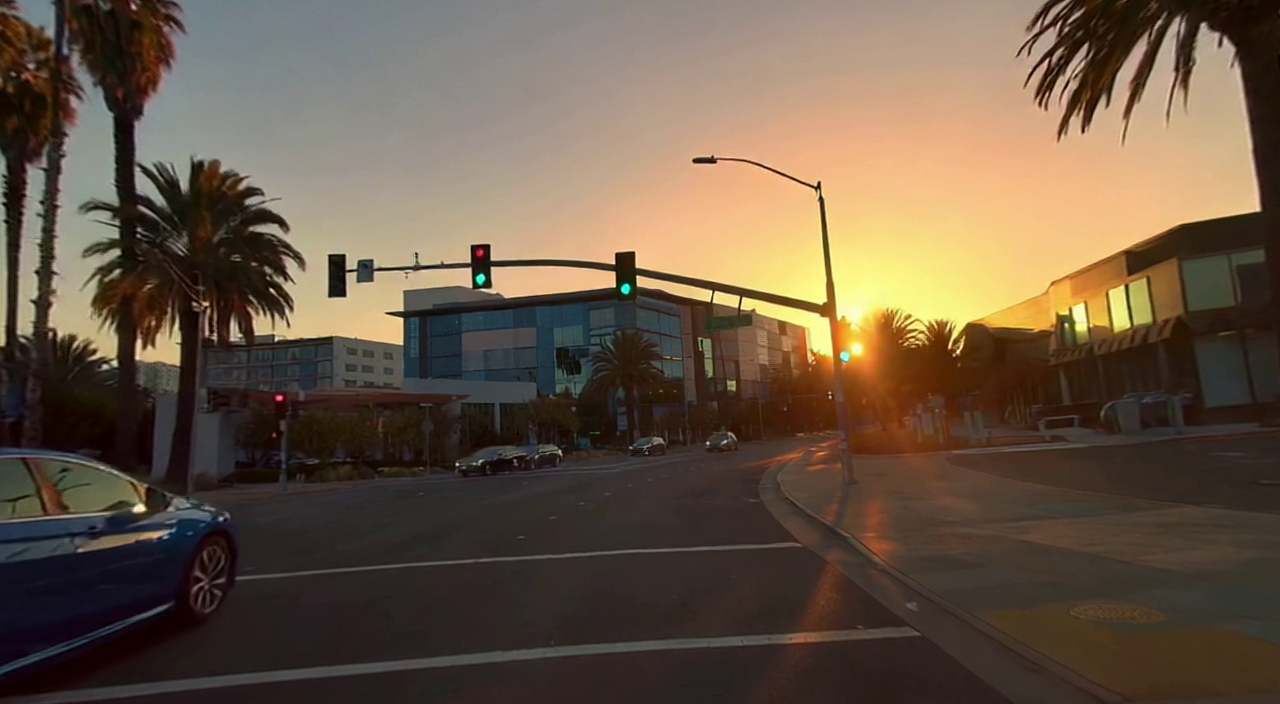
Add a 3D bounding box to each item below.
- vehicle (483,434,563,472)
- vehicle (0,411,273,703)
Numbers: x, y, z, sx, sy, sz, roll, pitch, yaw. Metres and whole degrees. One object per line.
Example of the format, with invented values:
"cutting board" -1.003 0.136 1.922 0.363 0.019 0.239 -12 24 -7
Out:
"vehicle" -5.863 5.162 32.370 2.181 1.792 4.648 -3 -9 16
"vehicle" -3.322 0.871 1.640 2.071 1.482 4.446 0 -9 0
